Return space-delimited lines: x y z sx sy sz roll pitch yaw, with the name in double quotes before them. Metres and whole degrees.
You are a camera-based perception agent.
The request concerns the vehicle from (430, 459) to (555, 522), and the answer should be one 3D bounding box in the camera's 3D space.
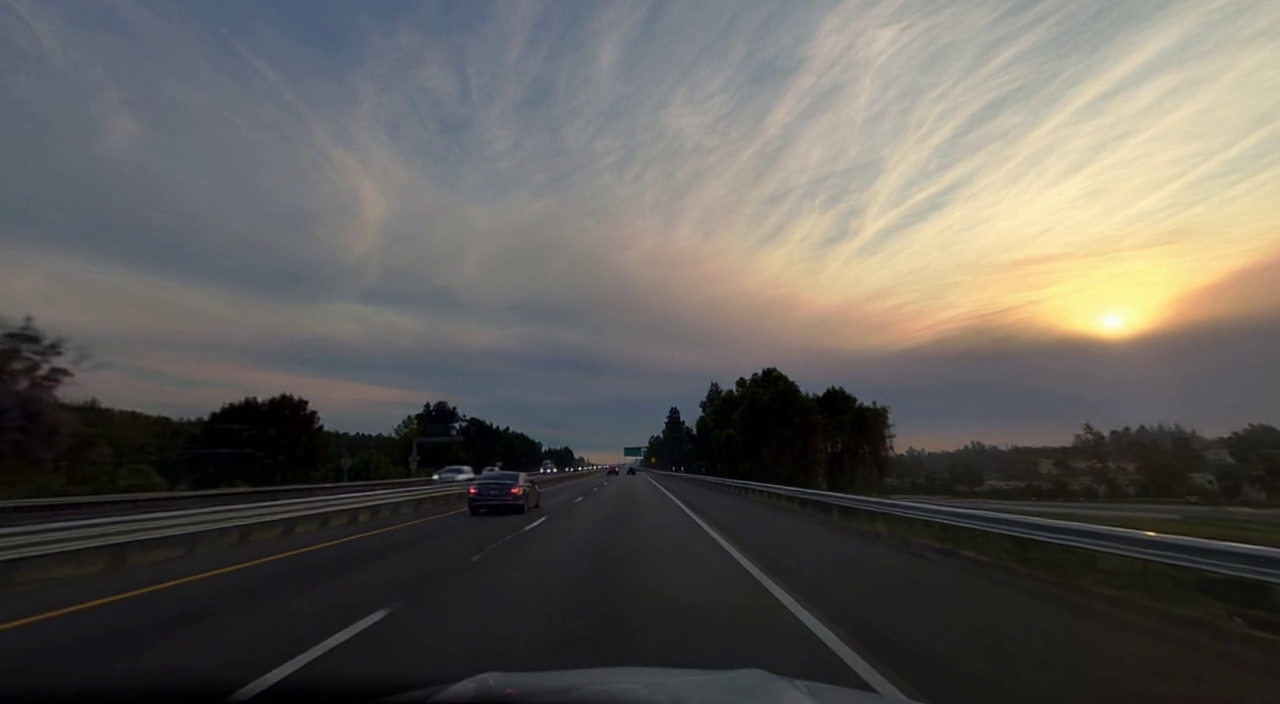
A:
"vehicle" -3.834 3.737 17.445 2.146 1.441 5.020 1 -10 1
